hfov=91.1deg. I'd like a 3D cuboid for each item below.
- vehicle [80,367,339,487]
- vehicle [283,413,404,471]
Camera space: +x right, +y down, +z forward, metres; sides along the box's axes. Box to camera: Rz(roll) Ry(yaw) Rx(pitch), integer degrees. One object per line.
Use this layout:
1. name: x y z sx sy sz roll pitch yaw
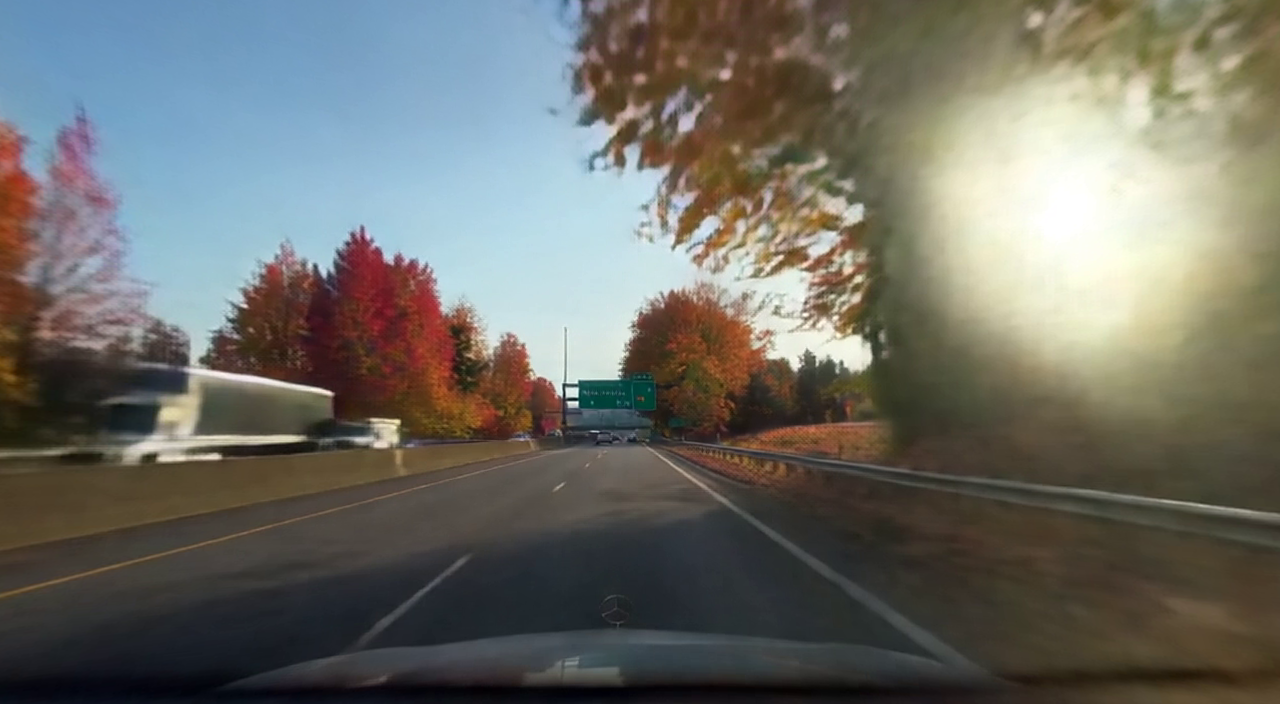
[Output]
1. vehicle: -15.770 3.006 24.607 3.002 3.700 10.158 0 -8 -1
2. vehicle: -15.970 4.927 34.686 2.695 2.761 8.265 0 -8 -1
